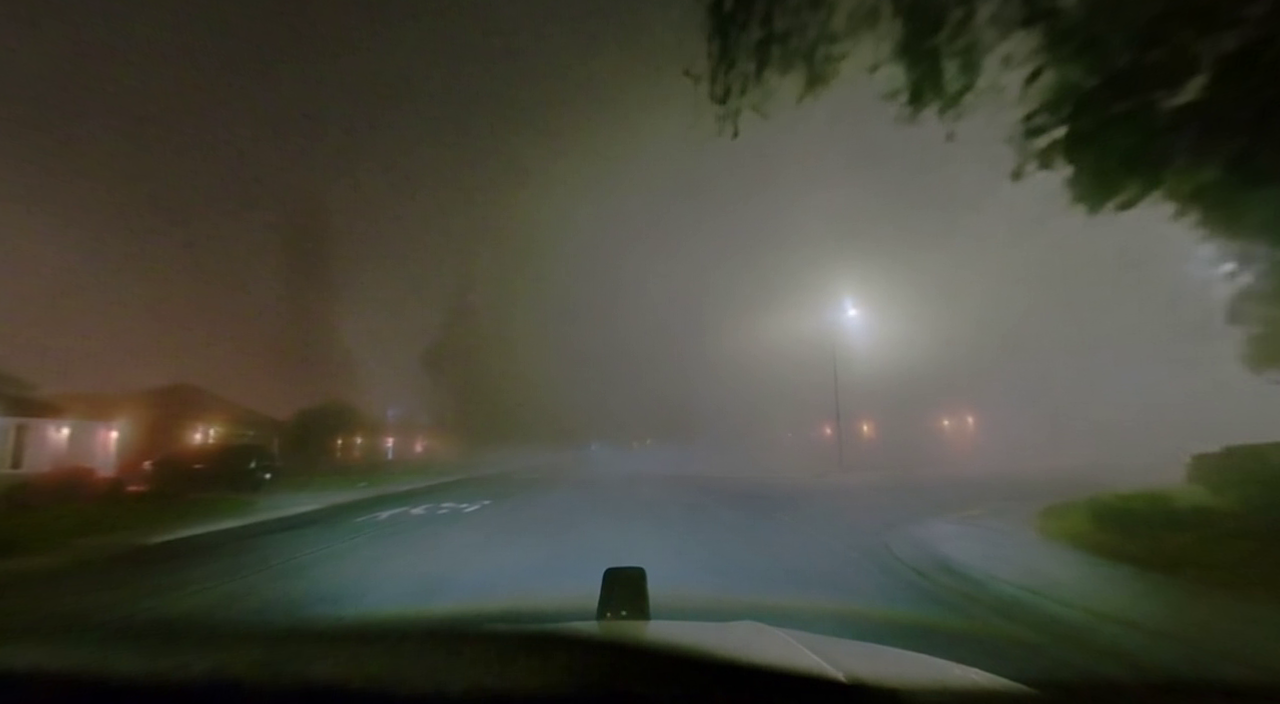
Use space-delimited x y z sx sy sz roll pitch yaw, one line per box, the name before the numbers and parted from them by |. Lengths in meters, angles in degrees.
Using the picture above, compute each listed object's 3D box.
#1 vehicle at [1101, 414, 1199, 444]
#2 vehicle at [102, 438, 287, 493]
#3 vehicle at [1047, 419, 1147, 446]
vehicle | 30.179 4.645 37.481 1.794 1.635 4.469 -1 -8 -5
vehicle | -15.633 3.981 22.395 4.837 1.785 2.115 0 -8 -5
vehicle | 26.974 4.844 37.462 1.845 1.450 4.991 2 -8 -7
